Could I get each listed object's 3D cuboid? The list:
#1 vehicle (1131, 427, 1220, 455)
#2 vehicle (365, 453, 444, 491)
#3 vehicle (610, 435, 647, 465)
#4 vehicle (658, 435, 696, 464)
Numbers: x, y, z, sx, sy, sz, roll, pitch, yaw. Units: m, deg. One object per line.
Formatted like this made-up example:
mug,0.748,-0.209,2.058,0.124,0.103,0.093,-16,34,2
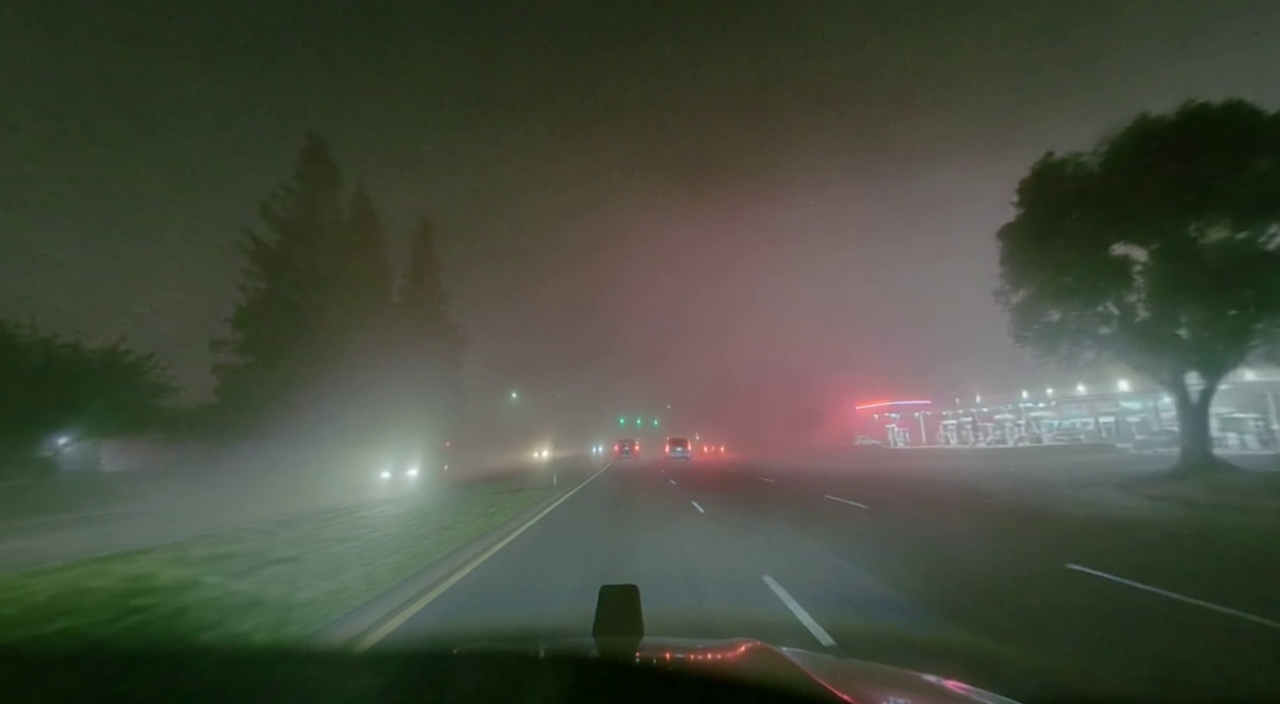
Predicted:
vehicle,29.939,4.976,35.288,4.663,1.485,1.991,4,-9,-26
vehicle,-10.750,5.488,29.229,2.052,1.503,4.559,0,-8,-2
vehicle,-0.799,6.268,40.456,2.261,1.820,4.255,0,-8,-3
vehicle,2.423,6.567,42.555,2.140,1.800,4.660,0,-8,-2
